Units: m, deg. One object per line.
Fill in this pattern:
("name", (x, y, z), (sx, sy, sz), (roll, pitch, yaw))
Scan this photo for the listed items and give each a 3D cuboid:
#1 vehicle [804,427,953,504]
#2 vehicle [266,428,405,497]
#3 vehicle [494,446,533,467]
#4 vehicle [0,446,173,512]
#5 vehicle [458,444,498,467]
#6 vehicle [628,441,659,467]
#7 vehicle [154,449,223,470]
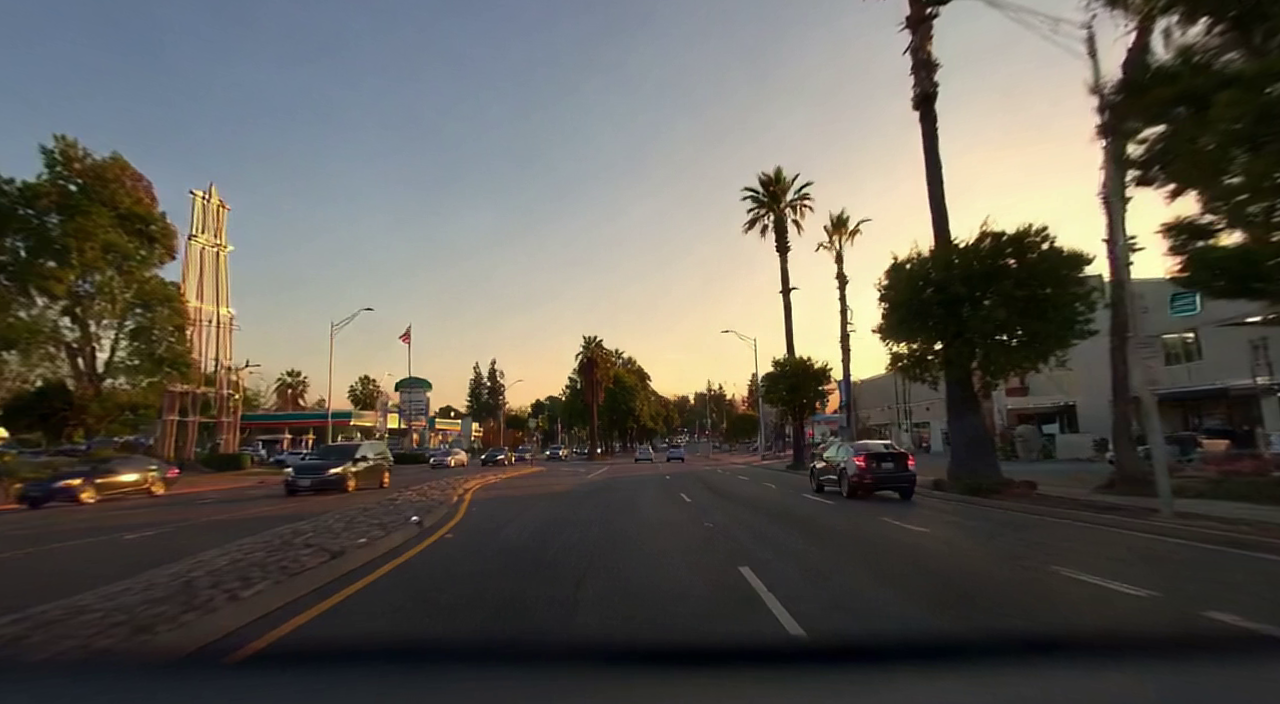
("vehicle", (6.279, 3.046, 17.438), (2.066, 1.807, 4.893), (0, -8, -1))
("vehicle", (-9.534, 3.494, 20.356), (2.061, 1.915, 4.589), (-1, -9, 2))
("vehicle", (-9.161, 7.592, 46.256), (1.891, 1.473, 4.297), (-1, -9, 1))
("vehicle", (-16.269, 3.554, 18.294), (1.965, 1.638, 4.589), (0, -9, 1))
("vehicle", (-12.725, 8.139, 49.944), (1.958, 1.701, 4.082), (-1, -9, 2))
("vehicle", (0.249, 7.491, 46.659), (2.177, 1.754, 3.815), (0, -8, 1))
("vehicle", (-35.175, 8.377, 49.330), (3.864, 1.530, 1.961), (0, -8, 2))
